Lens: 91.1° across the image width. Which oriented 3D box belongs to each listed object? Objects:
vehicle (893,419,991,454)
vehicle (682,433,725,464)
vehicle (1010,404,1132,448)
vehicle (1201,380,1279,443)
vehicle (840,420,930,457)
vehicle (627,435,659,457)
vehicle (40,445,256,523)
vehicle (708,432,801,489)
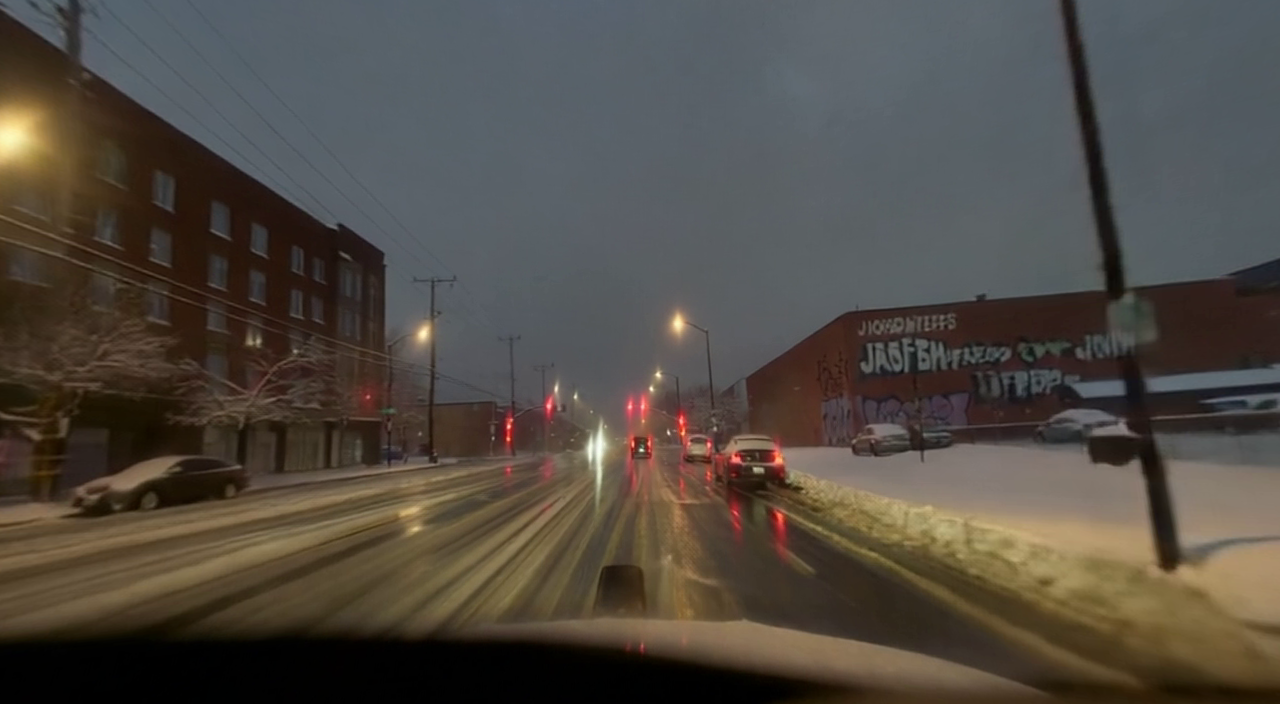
[{"bbox_3d":[13.359,3.790,28.163,1.819,1.450,4.707,0,-8,-3],"label":"vehicle"},{"bbox_3d":[3.632,5.609,36.652,1.938,1.714,4.402,0,-8,-1],"label":"vehicle"},{"bbox_3d":[18.282,3.210,26.944,2.002,1.731,4.413,0,-8,-1],"label":"vehicle"},{"bbox_3d":[22.974,2.273,23.060,2.086,2.078,5.513,-4,-9,27],"label":"vehicle"},{"bbox_3d":[10.974,3.947,28.567,1.956,1.514,4.862,0,-8,-2],"label":"vehicle"},{"bbox_3d":[0.217,6.651,44.623,2.153,1.505,4.452,0,-8,0],"label":"vehicle"},{"bbox_3d":[-15.230,4.028,20.055,2.048,1.814,5.998,-7,-8,1],"label":"vehicle"},{"bbox_3d":[3.333,3.243,19.154,2.062,1.535,4.206,0,-8,0],"label":"vehicle"}]
